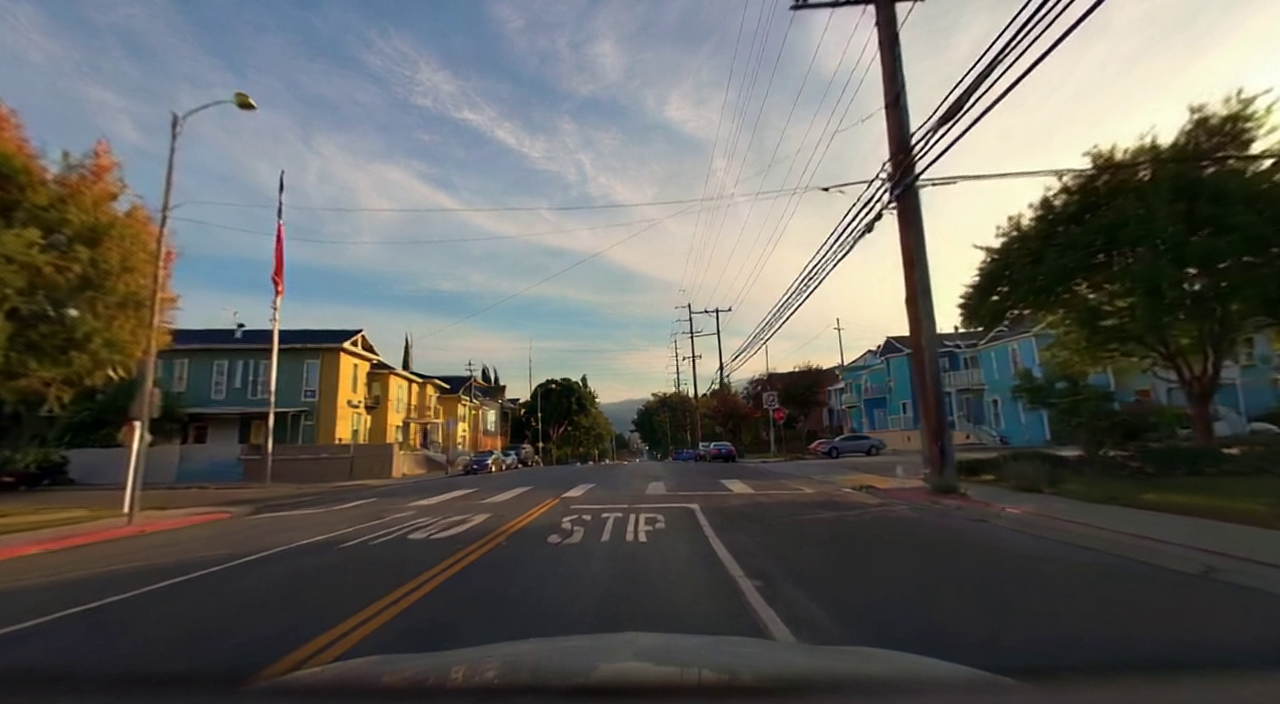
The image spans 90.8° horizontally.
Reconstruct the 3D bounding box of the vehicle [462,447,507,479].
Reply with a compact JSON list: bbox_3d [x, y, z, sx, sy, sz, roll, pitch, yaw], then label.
[{"bbox_3d":[-9.698,6.896,39.724,1.900,1.683,4.486,-5,-8,-4],"label":"vehicle"}]

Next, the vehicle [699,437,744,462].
[{"bbox_3d":[5.314,6.440,41.726,2.059,1.502,4.824,0,-8,-4],"label":"vehicle"}]

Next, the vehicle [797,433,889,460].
[{"bbox_3d":[11.178,5.195,34.887,4.336,1.424,1.954,1,-9,-10],"label":"vehicle"}]
